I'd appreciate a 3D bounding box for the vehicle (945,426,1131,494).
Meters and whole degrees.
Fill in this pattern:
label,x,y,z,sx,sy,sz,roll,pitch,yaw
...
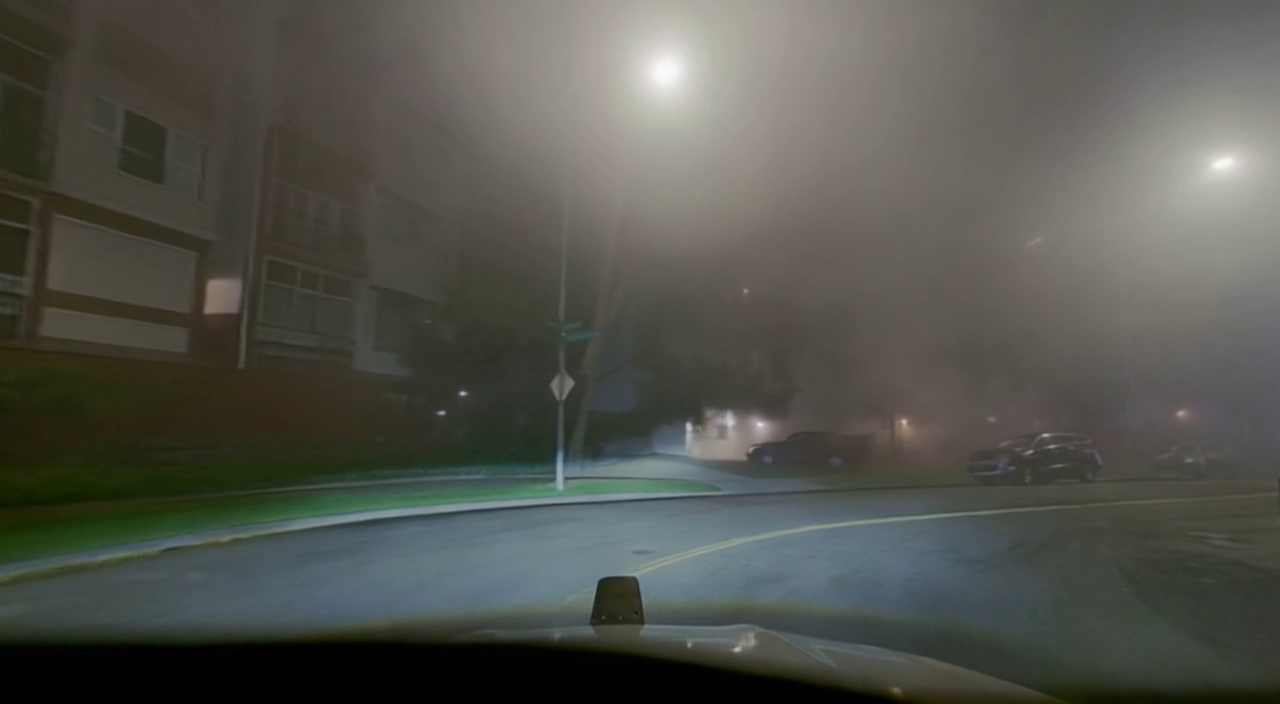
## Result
label,x,y,z,sx,sy,sz,roll,pitch,yaw
vehicle,11.347,3.029,18.076,4.584,1.744,1.946,3,-8,-19

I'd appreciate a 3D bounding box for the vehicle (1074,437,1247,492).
label,x,y,z,sx,sy,sz,roll,pitch,yaw
vehicle,16.183,3.431,19.648,4.696,1.478,1.902,2,-9,-20

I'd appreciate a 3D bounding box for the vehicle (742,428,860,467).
label,x,y,z,sx,sy,sz,roll,pitch,yaw
vehicle,6.520,3.829,25.508,4.714,1.458,1.812,5,-9,-32
